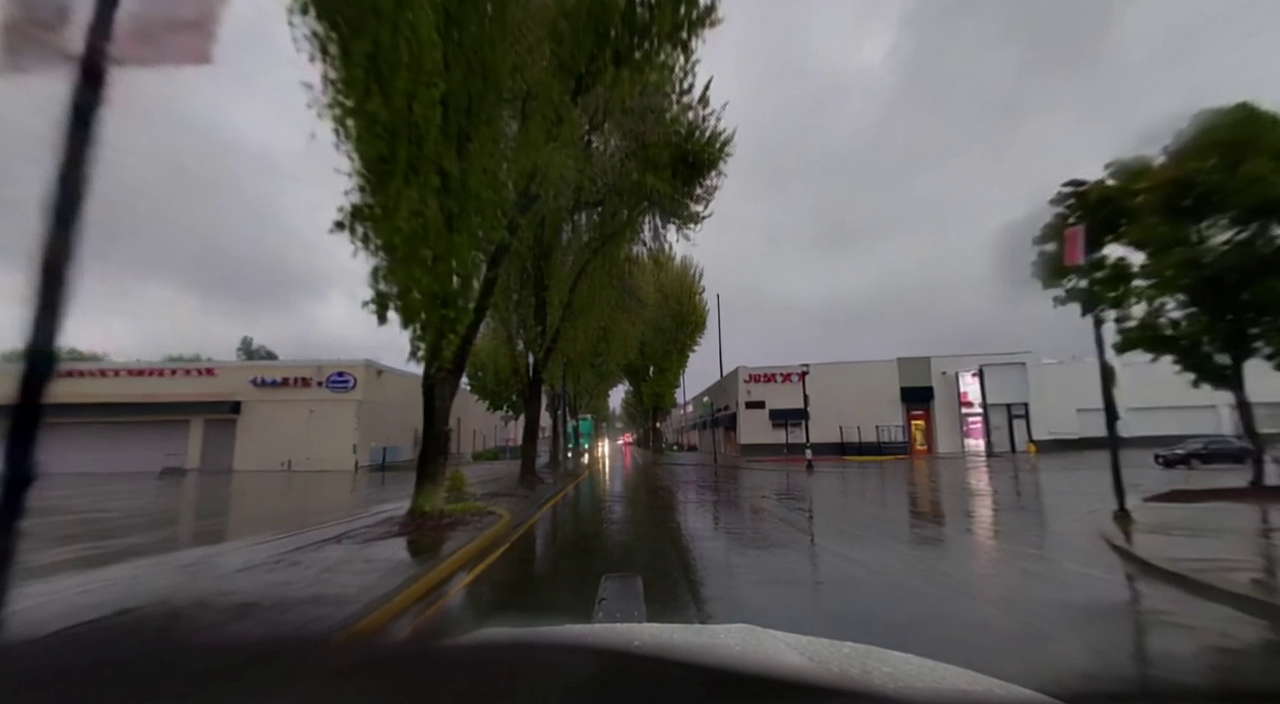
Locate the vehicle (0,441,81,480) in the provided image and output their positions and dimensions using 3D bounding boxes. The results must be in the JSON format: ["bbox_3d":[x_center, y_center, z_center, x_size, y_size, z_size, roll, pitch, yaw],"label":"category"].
[{"bbox_3d":[-25.034,4.277,24.952,3.766,1.502,1.870,0,-8,-2],"label":"vehicle"}]
